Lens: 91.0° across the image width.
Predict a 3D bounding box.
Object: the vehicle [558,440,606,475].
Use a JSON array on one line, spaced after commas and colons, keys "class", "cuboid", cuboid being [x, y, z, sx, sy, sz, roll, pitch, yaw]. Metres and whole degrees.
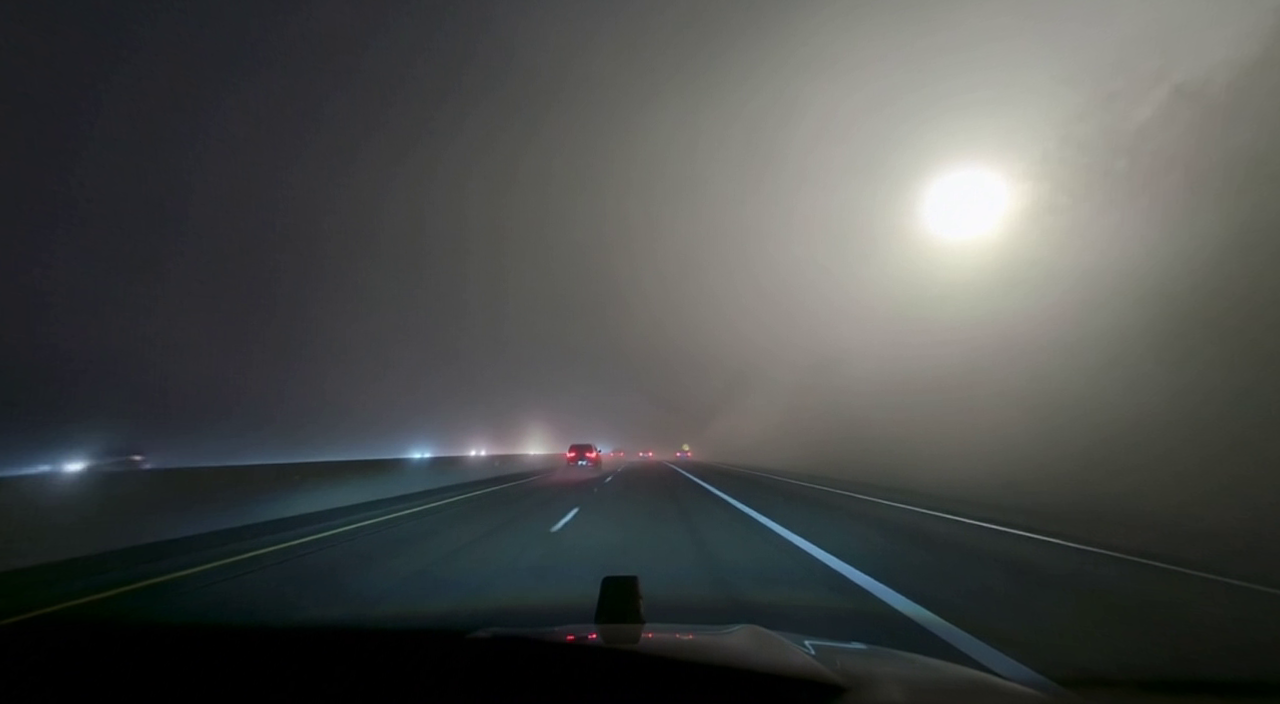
[{"class": "vehicle", "cuboid": [-3.019, 5.564, 33.513, 2.070, 1.707, 4.309, 0, -9, 1]}]
